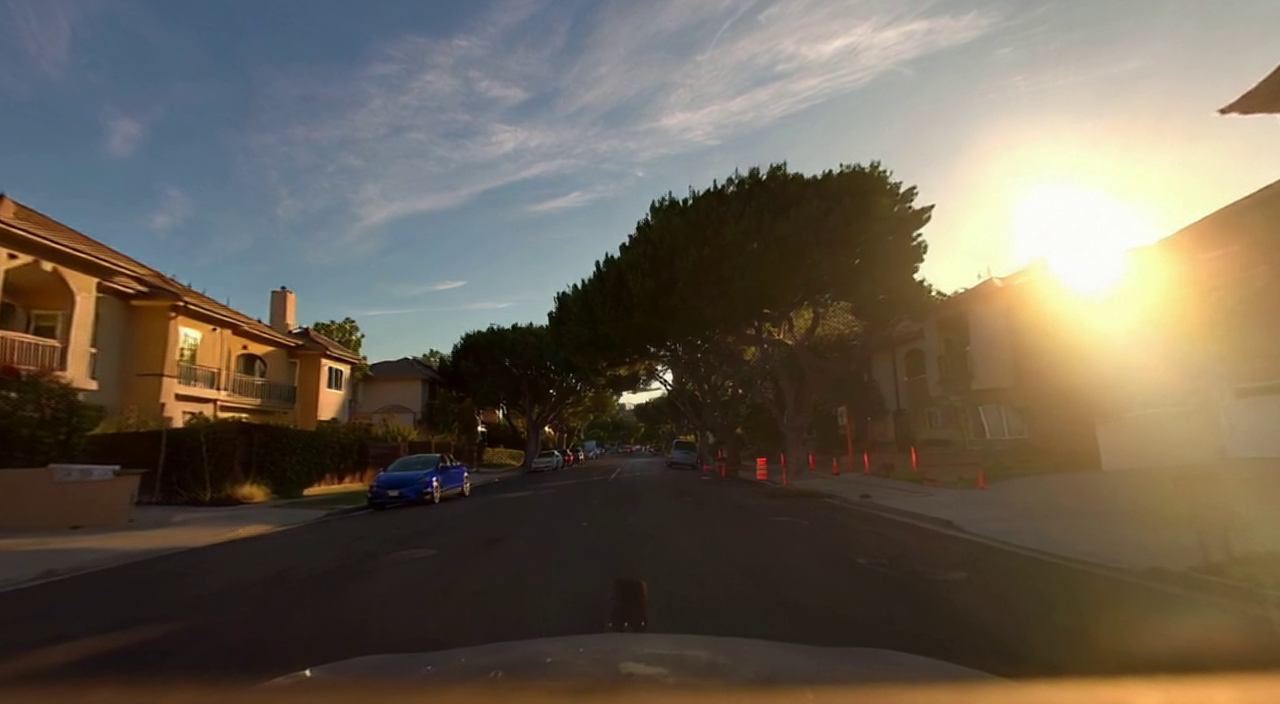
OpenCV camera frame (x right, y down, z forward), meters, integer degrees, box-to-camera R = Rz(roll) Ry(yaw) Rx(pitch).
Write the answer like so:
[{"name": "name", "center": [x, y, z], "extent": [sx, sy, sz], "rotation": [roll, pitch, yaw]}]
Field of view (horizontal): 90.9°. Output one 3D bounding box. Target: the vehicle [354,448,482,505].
[{"name": "vehicle", "center": [-6.526, 3.686, 19.184], "extent": [2.137, 1.481, 4.503], "rotation": [0, -9, 2]}]

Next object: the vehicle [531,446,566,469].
[{"name": "vehicle", "center": [-6.704, 7.770, 46.541], "extent": [1.957, 1.608, 4.476], "rotation": [0, -9, -1]}]
